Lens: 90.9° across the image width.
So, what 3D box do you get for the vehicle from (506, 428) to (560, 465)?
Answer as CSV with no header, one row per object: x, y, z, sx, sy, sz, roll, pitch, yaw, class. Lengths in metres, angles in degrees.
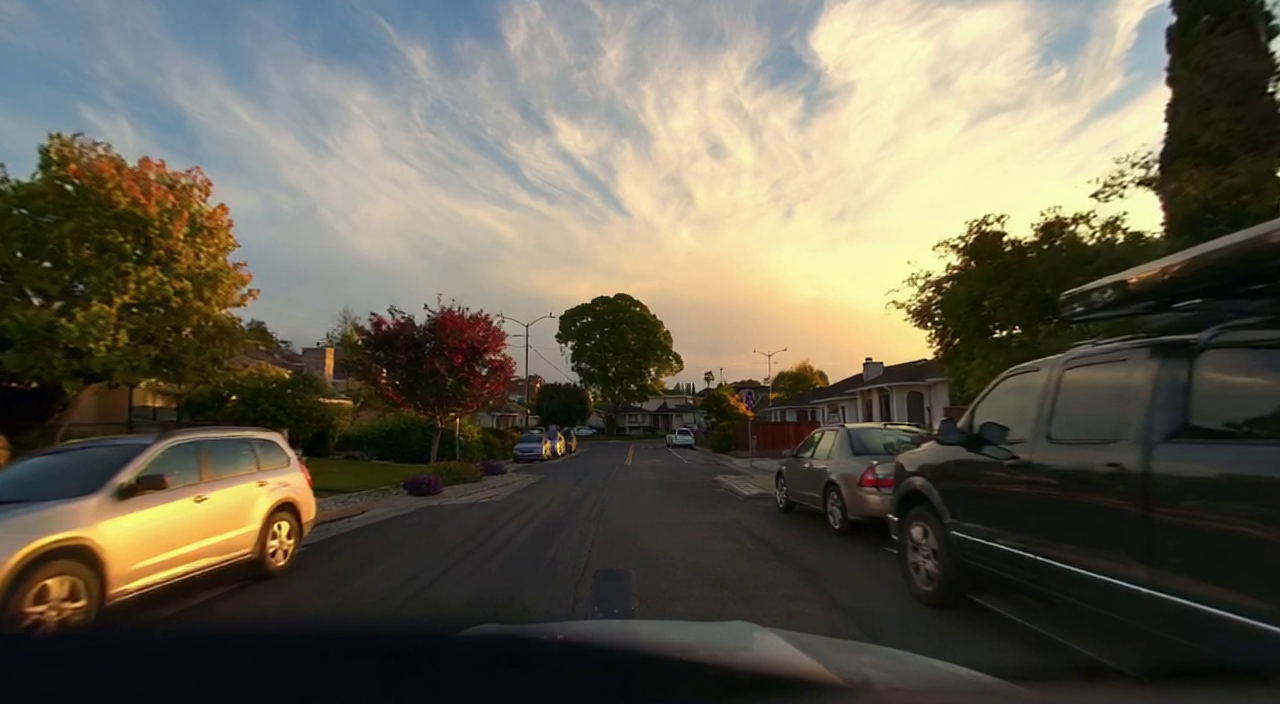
-5.609,4.985,33.425,2.147,1.780,4.165,0,-8,0,vehicle

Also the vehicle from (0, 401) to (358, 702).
-4.343,1.300,5.211,2.034,1.552,4.285,0,-8,0,vehicle

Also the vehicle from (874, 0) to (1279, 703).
3.573,0.302,3.127,2.541,3.000,5.932,0,-8,1,vehicle
